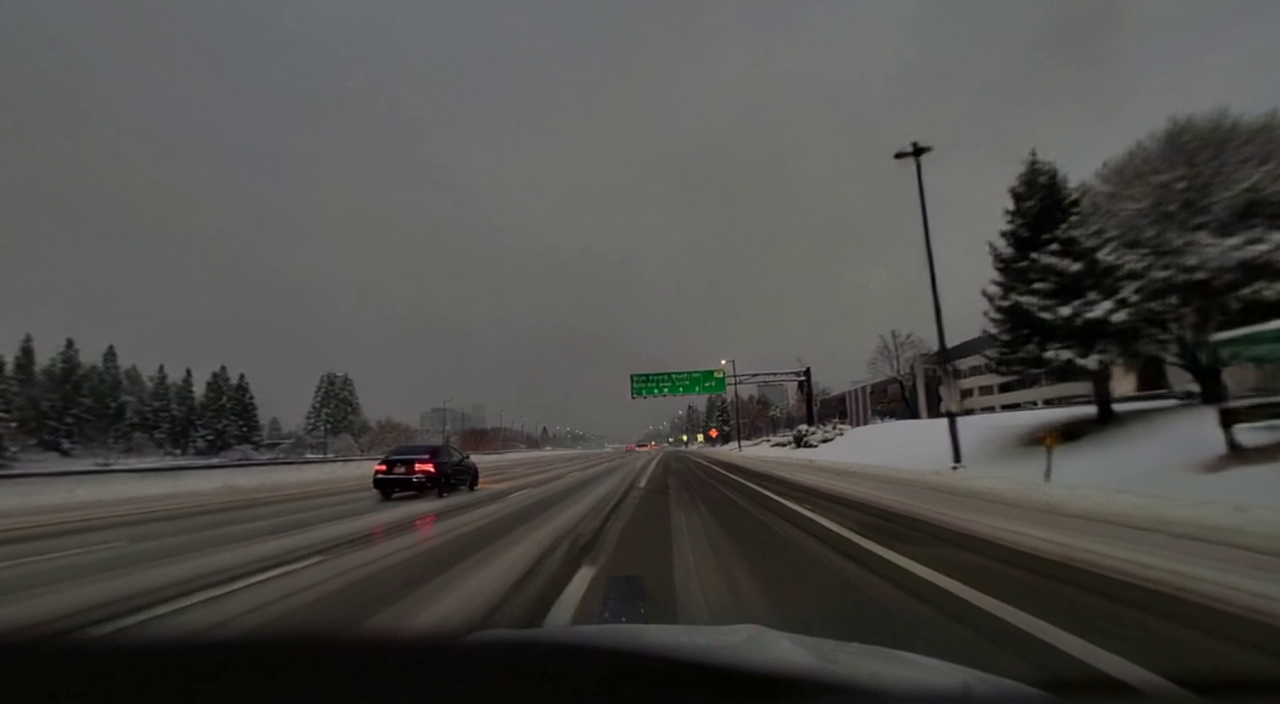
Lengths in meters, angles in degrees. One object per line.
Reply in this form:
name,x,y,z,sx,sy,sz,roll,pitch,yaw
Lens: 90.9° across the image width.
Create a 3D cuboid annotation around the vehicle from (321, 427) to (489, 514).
vehicle,-5.511,2.846,15.643,2.145,1.793,4.762,-1,-8,3
